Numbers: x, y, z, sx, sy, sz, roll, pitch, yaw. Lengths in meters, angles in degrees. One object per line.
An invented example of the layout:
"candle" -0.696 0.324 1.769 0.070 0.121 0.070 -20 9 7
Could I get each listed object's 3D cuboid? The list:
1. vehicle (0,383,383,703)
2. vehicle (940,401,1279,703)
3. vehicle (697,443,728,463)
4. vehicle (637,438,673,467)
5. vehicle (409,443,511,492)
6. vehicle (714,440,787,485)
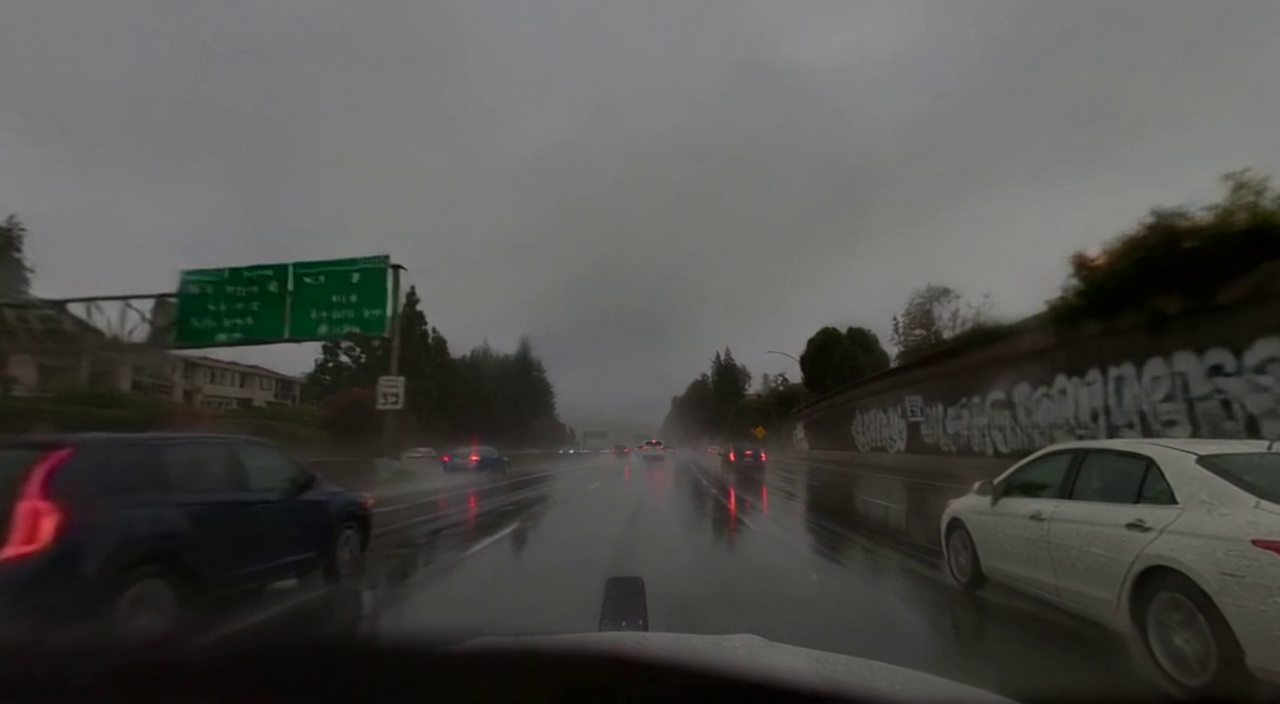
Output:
"vehicle" -3.681 1.155 4.154 2.136 1.571 4.285 0 -8 0
"vehicle" 3.700 1.101 3.595 1.912 1.509 4.291 0 -8 1
"vehicle" 5.685 7.923 49.670 2.078 1.456 3.926 0 -8 2
"vehicle" 0.931 6.405 40.297 2.183 1.764 4.134 0 -8 1
"vehicle" -6.098 3.958 22.016 2.050 1.507 4.375 -1 -8 3
"vehicle" 3.830 3.888 22.484 1.854 1.438 3.954 0 -8 0
